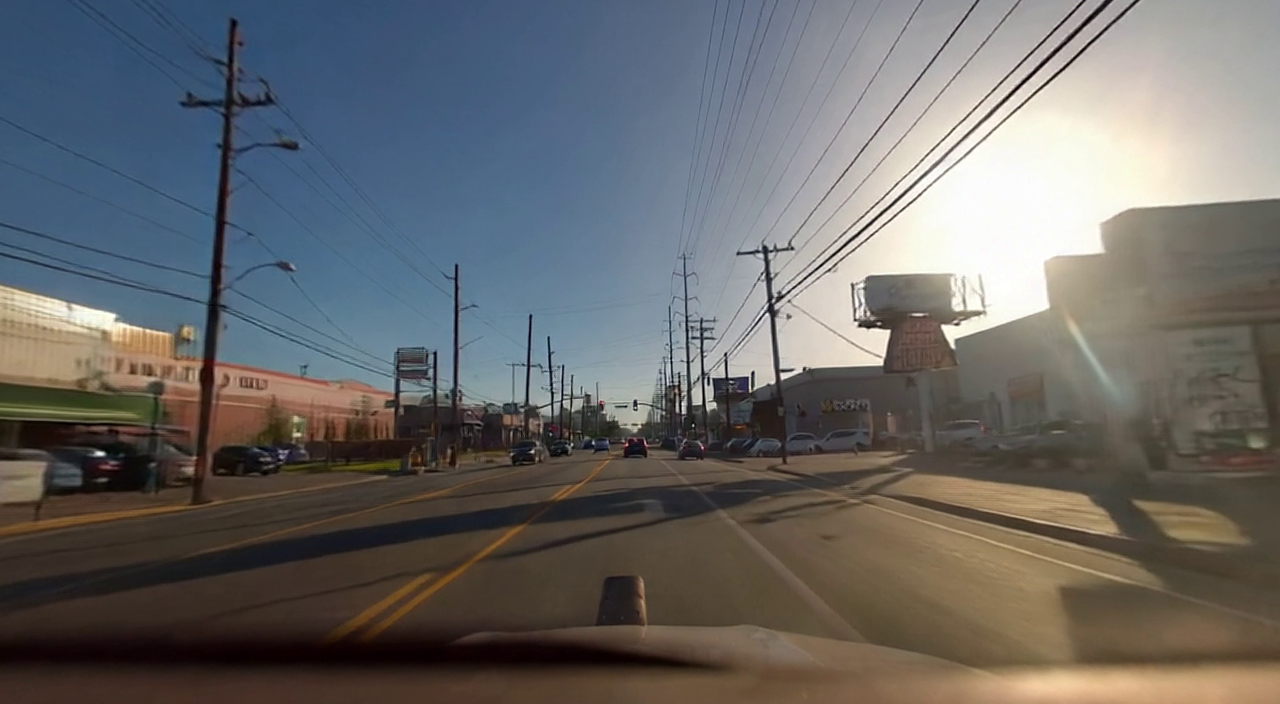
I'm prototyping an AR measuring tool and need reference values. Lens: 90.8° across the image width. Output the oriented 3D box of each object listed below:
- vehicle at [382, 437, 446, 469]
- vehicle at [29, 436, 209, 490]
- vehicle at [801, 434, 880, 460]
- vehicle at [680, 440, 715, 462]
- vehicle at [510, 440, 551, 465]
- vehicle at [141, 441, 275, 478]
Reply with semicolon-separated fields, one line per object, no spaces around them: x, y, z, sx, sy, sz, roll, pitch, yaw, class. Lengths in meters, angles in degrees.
-13.814;6.195;38.954;2.044;1.830;4.800;-1;-9;2;vehicle
-18.370;3.921;22.476;4.455;1.772;2.048;0;-9;-3;vehicle
15.168;7.180;47.974;5.307;1.877;2.052;0;-8;-1;vehicle
4.009;6.945;44.469;1.926;1.482;4.442;0;-8;-1;vehicle
-7.412;6.843;43.117;1.952;1.536;4.623;0;-9;0;vehicle
-19.392;4.831;28.480;4.667;1.539;1.976;-1;-9;4;vehicle
